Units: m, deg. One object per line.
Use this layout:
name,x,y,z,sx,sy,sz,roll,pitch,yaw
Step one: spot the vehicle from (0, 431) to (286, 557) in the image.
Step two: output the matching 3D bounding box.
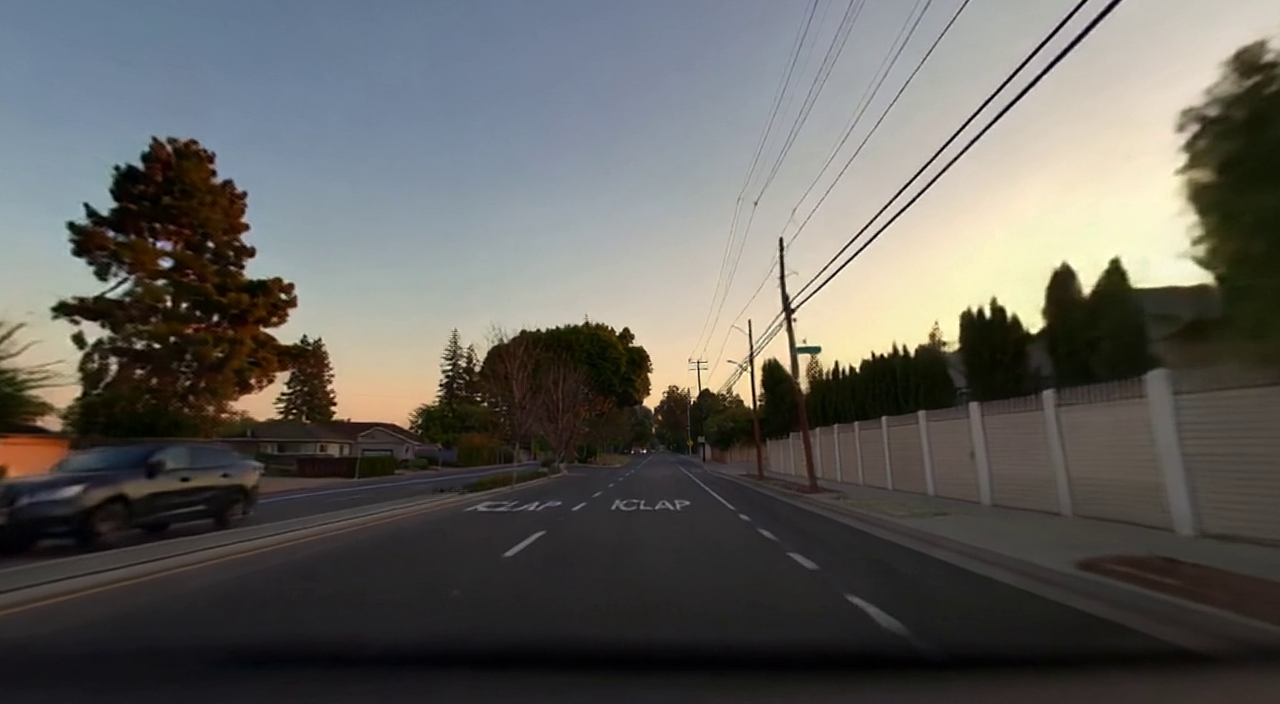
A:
vehicle,-8.833,2.375,11.334,2.084,1.741,4.737,-1,-9,2
